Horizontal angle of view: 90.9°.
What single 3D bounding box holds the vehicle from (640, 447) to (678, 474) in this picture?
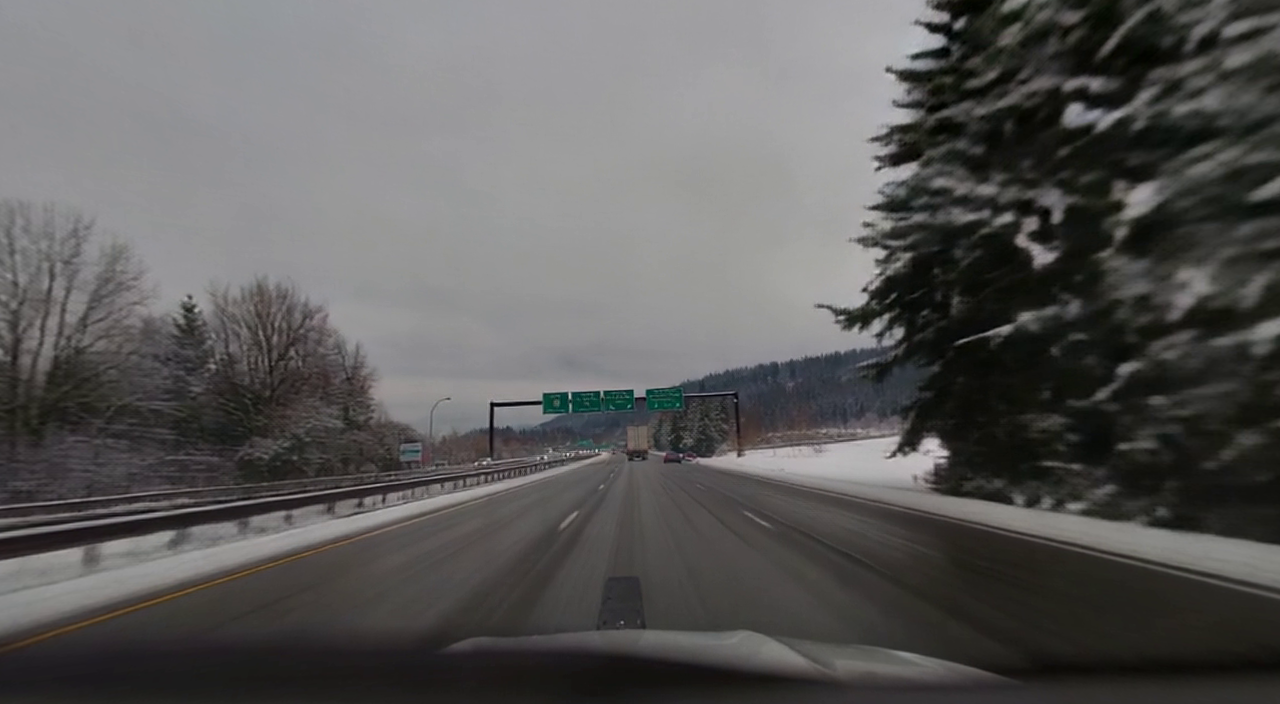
[{"bbox_3d":[1.047,6.265,36.620,2.036,1.457,3.471,0,-9,-1],"label":"vehicle"}]
